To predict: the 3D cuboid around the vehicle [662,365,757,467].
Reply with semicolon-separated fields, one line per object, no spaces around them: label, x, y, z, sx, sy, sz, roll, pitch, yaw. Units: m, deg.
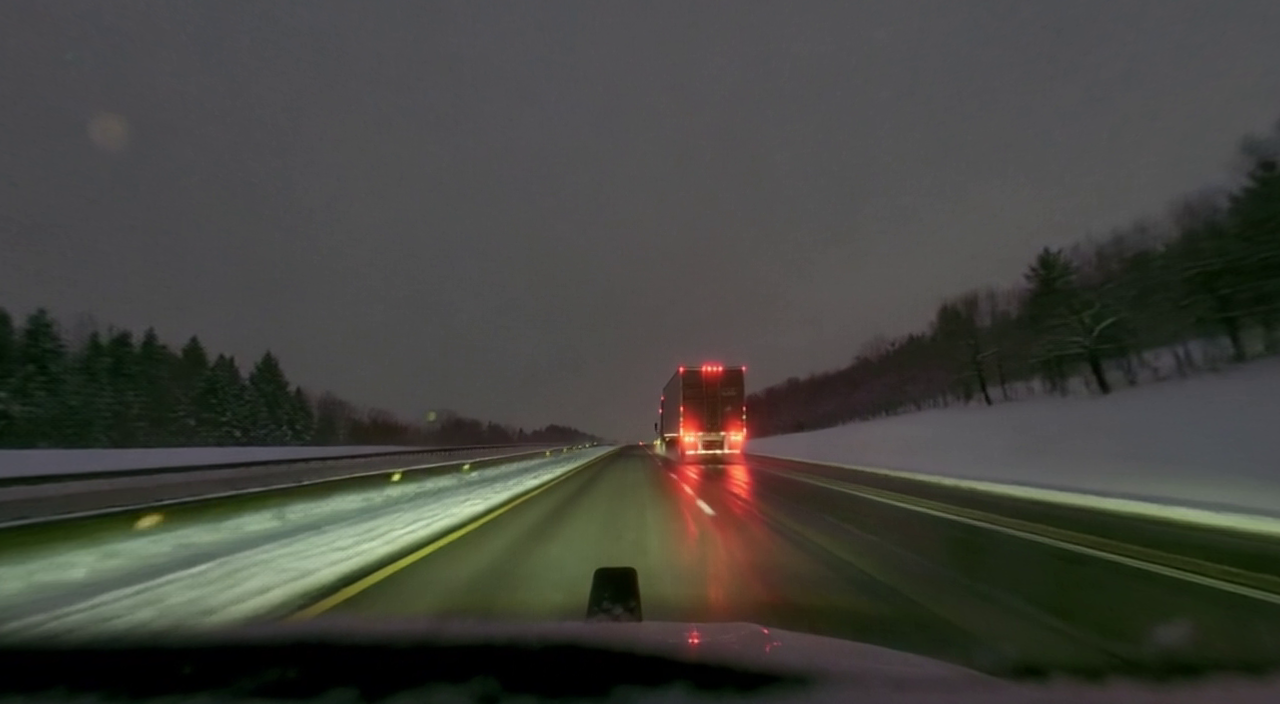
vehicle;2.979;3.434;31.835;2.924;4.024;13.639;0;-8;-1
